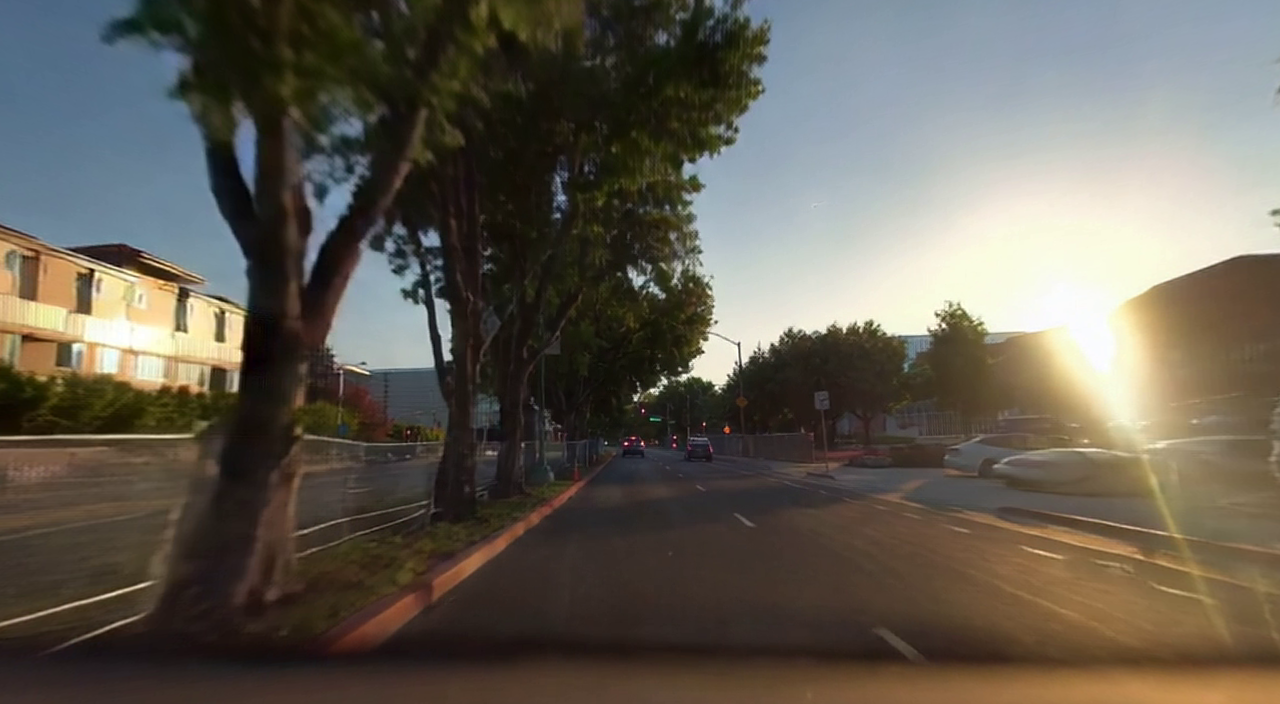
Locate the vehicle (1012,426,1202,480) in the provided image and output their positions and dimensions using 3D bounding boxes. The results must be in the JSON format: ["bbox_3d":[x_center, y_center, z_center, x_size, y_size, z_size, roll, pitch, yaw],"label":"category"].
[{"bbox_3d":[15.085,3.284,20.811,1.878,1.444,4.878,-1,-8,-13],"label":"vehicle"}]

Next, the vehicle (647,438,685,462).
[{"bbox_3d":[1.816,6.610,42.629,1.974,1.490,4.231,-2,-9,11],"label":"vehicle"}]

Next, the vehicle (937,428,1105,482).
[{"bbox_3d":[12.293,3.326,20.763,1.948,1.466,4.520,-1,-7,-15],"label":"vehicle"}]
